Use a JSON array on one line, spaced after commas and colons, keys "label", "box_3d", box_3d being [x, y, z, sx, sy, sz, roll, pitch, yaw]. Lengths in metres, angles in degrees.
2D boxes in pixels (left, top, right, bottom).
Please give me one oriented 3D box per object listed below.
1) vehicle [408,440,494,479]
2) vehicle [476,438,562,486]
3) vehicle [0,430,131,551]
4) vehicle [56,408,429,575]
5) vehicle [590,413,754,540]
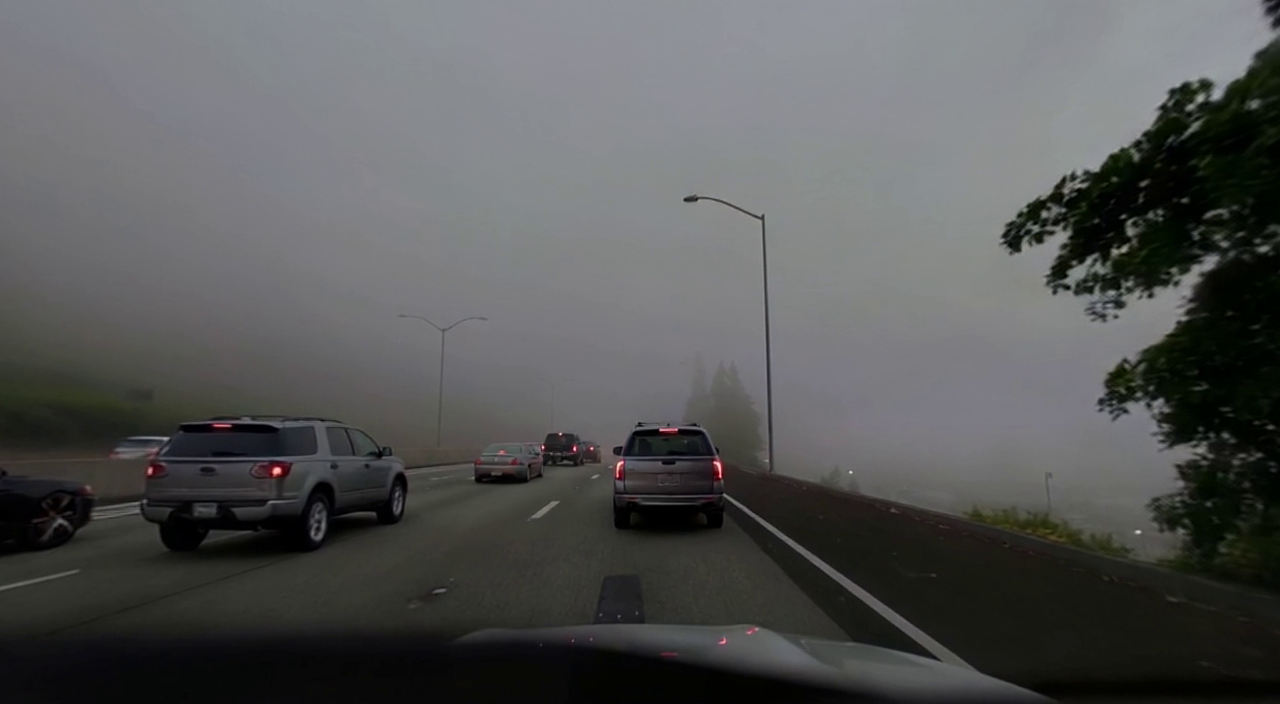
[{"label": "vehicle", "box_3d": [-7.626, 4.389, 25.962, 1.925, 1.454, 4.270, -1, -9, 5]}, {"label": "vehicle", "box_3d": [-4.023, 3.718, 21.652, 1.868, 1.470, 4.105, -1, -9, 4]}, {"label": "vehicle", "box_3d": [-8.992, 1.692, 7.586, 1.892, 1.498, 4.417, -1, -9, 4]}, {"label": "vehicle", "box_3d": [-4.846, 1.758, 8.724, 2.076, 1.688, 4.334, -1, -9, 5]}, {"label": "vehicle", "box_3d": [0.508, 2.042, 10.931, 2.235, 1.716, 4.435, -1, -9, 2]}]
